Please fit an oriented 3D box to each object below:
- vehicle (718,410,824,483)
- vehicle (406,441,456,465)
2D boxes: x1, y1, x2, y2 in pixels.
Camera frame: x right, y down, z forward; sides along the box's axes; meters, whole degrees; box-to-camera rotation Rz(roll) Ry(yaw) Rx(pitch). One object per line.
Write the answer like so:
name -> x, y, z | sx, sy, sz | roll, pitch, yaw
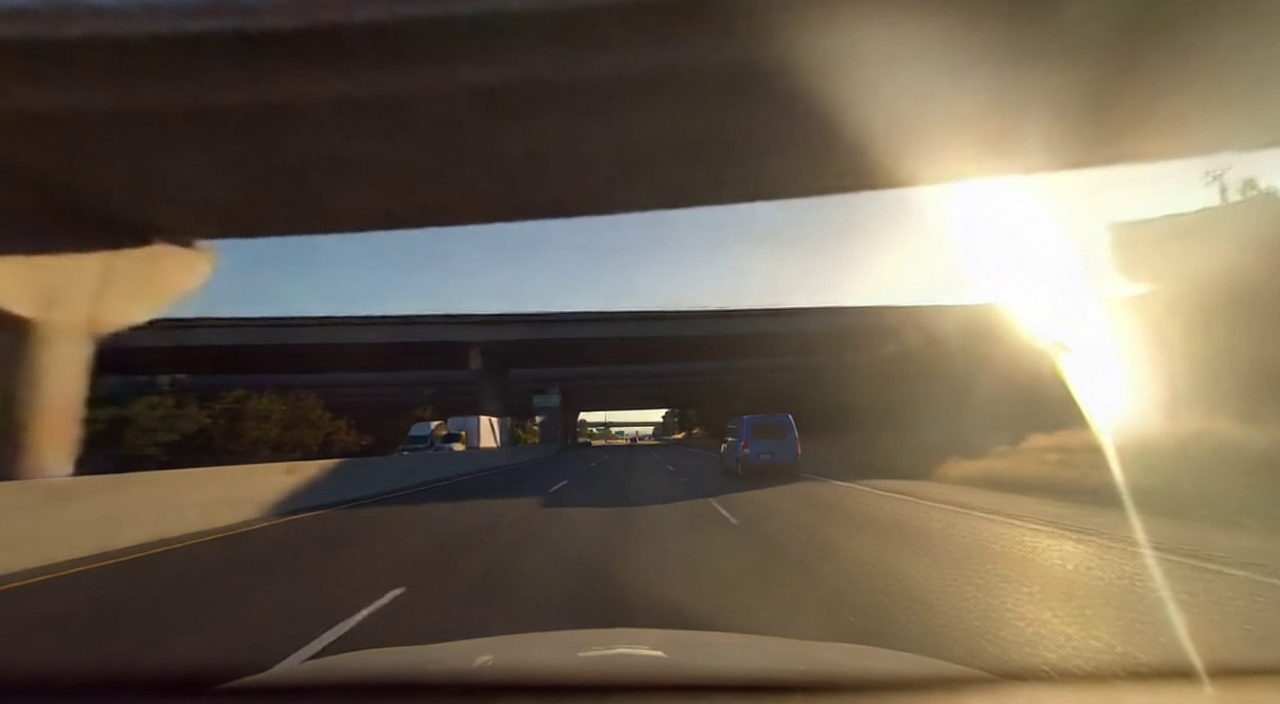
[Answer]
vehicle -> 3.914, 2.933, 19.733 | 2.161, 2.002, 4.631 | 0, -8, -2
vehicle -> -14.039, 6.797, 42.589 | 1.890, 1.523, 4.262 | -1, -8, 0
